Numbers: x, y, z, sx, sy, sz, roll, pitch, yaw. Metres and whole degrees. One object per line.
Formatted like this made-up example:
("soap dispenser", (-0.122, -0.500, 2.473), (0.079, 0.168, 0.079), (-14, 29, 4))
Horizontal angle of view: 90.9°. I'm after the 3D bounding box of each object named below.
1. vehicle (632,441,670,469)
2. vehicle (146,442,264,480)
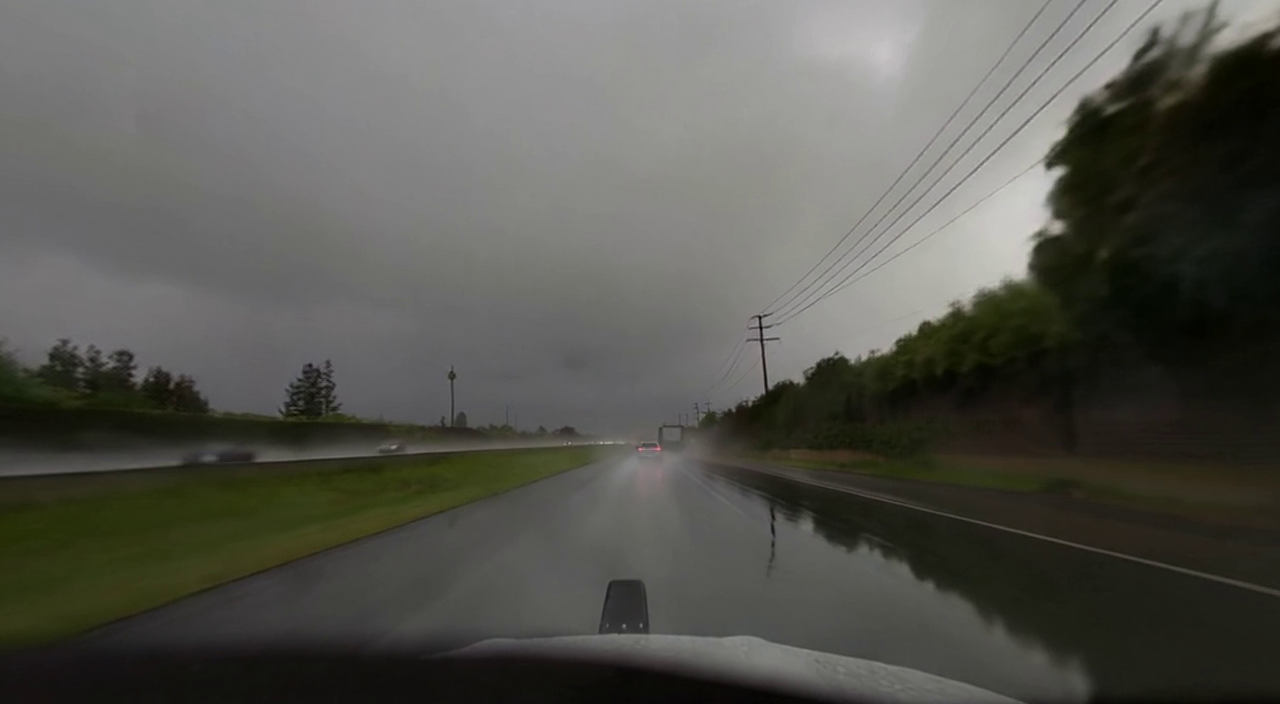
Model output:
("vehicle", (0.652, 6.235, 38.238), (2.192, 1.556, 4.132), (-1, -9, 1))
("vehicle", (-20.291, 5.086, 29.760), (2.020, 1.614, 4.862), (-1, -9, 1))
